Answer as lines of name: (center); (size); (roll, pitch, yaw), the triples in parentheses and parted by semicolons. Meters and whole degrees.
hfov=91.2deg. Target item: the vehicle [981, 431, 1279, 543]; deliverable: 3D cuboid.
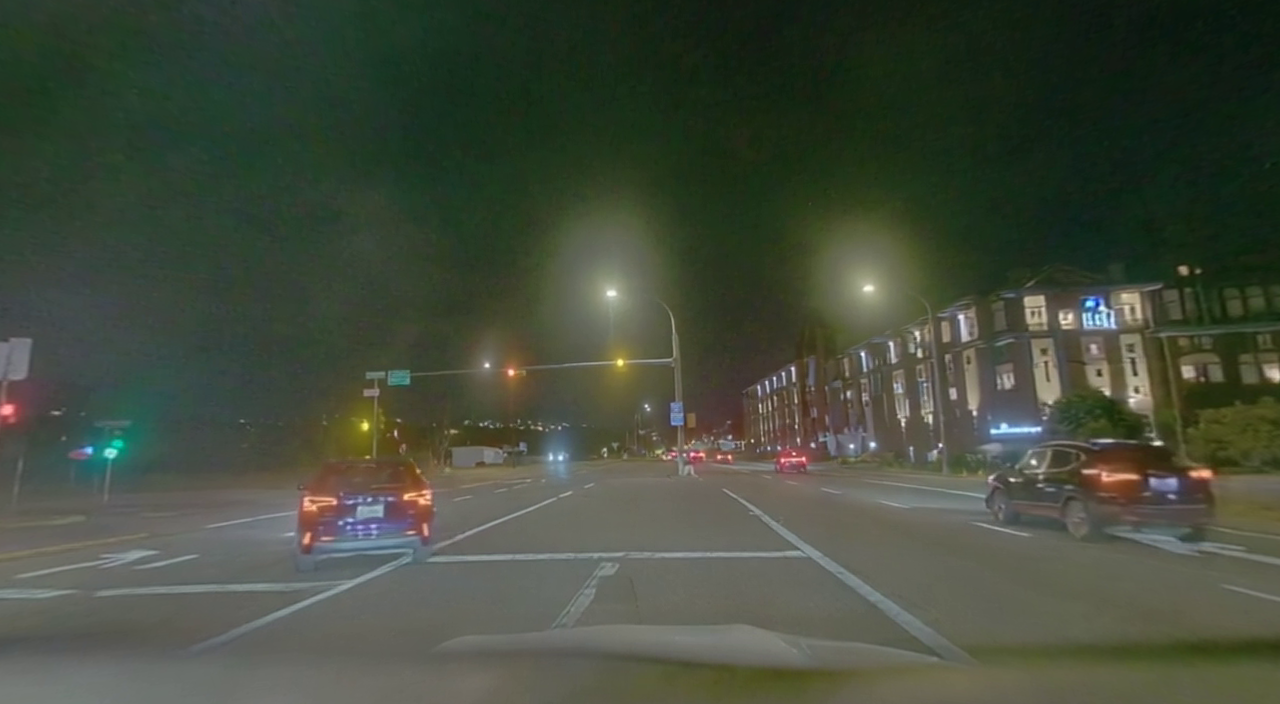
vehicle: (8.308, 2.300, 11.282); (2.007, 1.586, 4.210); (-1, -9, 1)

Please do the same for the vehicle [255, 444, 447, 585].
vehicle: (-4.203, 2.147, 9.125); (2.014, 1.525, 3.670); (4, -10, -26)

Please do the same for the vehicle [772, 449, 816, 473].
vehicle: (10.036, 7.113, 41.218); (1.931, 1.475, 4.092); (-1, -9, 1)
